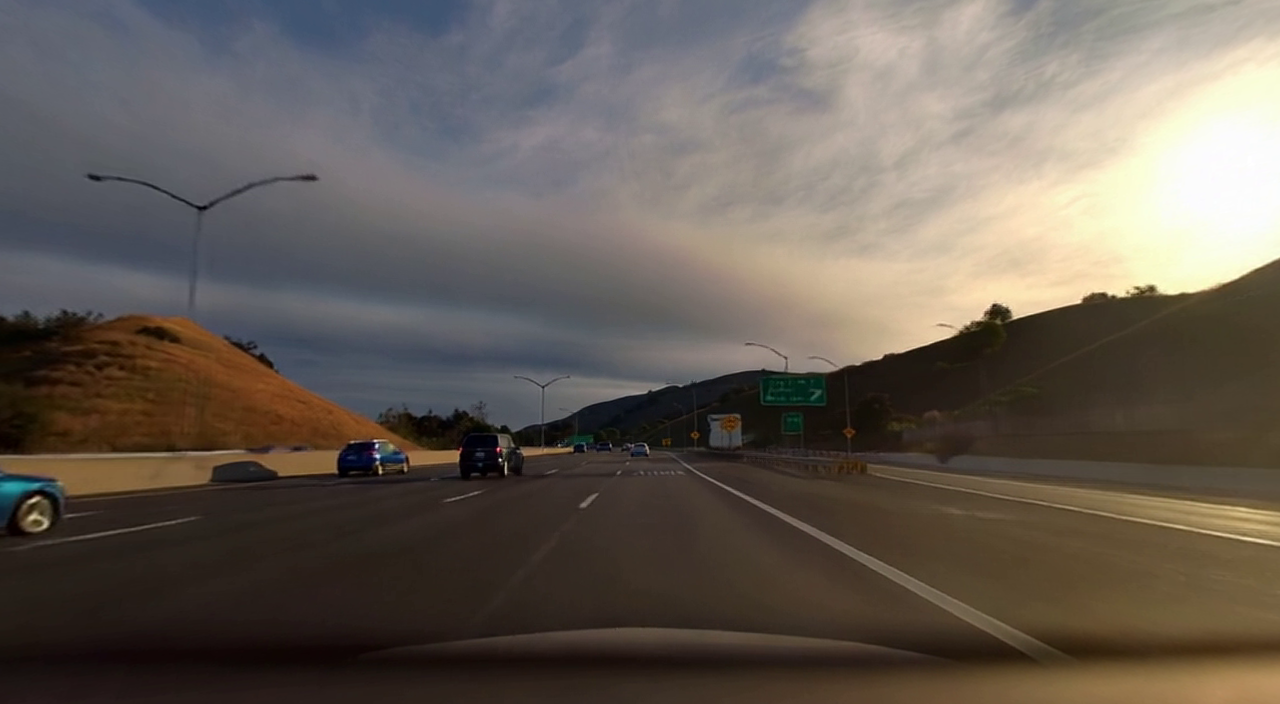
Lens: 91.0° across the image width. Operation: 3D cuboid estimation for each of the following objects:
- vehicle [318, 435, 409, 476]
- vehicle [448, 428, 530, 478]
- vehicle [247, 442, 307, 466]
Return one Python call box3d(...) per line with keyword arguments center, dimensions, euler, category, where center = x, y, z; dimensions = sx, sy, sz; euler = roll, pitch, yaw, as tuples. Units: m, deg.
box3d(center=(-13.255, 4.998, 30.573), dimensions=(2.079, 1.822, 4.893), euler=(0, -9, 1), category="vehicle")
box3d(center=(-6.391, 4.369, 27.254), dimensions=(2.219, 1.947, 4.924), euler=(0, -9, 1), category="vehicle")
box3d(center=(-24.510, 6.900, 42.688), dimensions=(1.710, 1.505, 3.795), euler=(0, -9, 2), category="vehicle")
